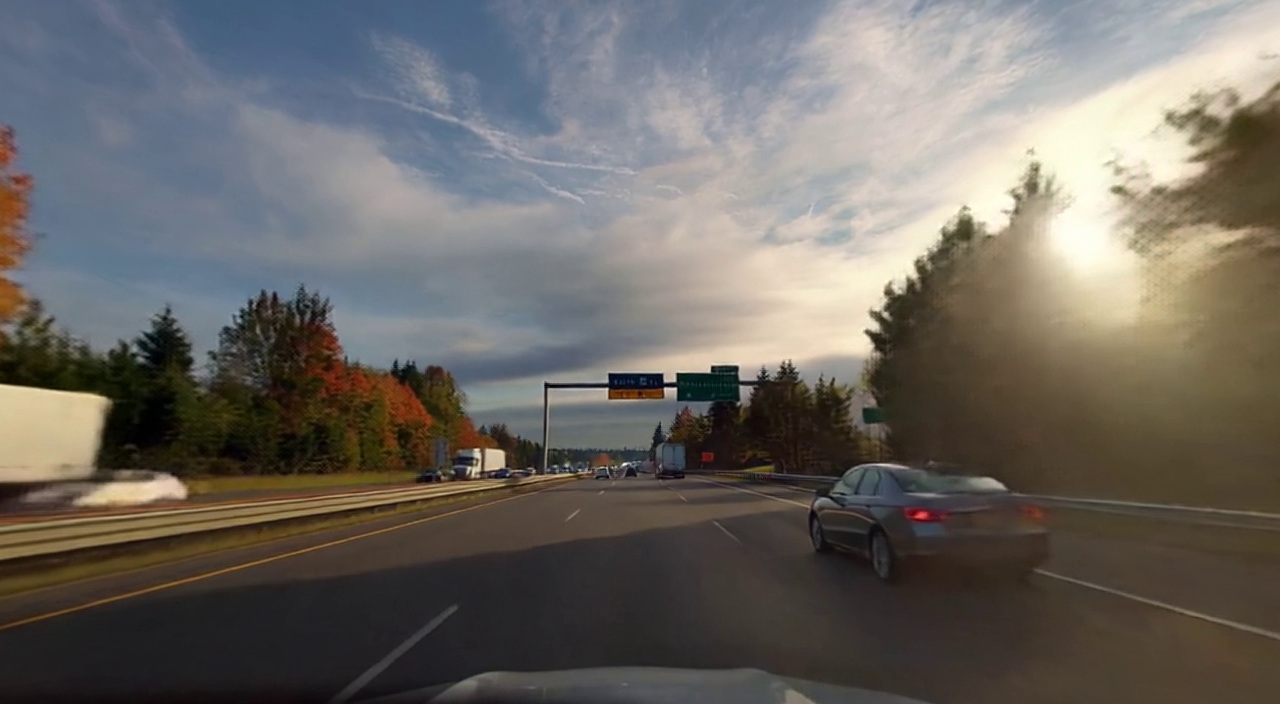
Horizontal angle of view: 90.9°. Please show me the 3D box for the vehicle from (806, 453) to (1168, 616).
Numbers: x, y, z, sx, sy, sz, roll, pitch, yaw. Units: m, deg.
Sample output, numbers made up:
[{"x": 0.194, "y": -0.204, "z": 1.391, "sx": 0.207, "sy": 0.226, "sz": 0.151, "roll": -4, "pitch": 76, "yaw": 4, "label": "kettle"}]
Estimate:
[{"x": 3.844, "y": 2.129, "z": 8.202, "sx": 2.051, "sy": 1.472, "sz": 4.547, "roll": 1, "pitch": -10, "yaw": -1, "label": "vehicle"}]

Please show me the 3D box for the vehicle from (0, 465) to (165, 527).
[{"x": -15.826, "y": 3.904, "z": 17.484, "sx": 1.780, "sy": 1.452, "sz": 4.497, "roll": 1, "pitch": -10, "yaw": -1, "label": "vehicle"}]
